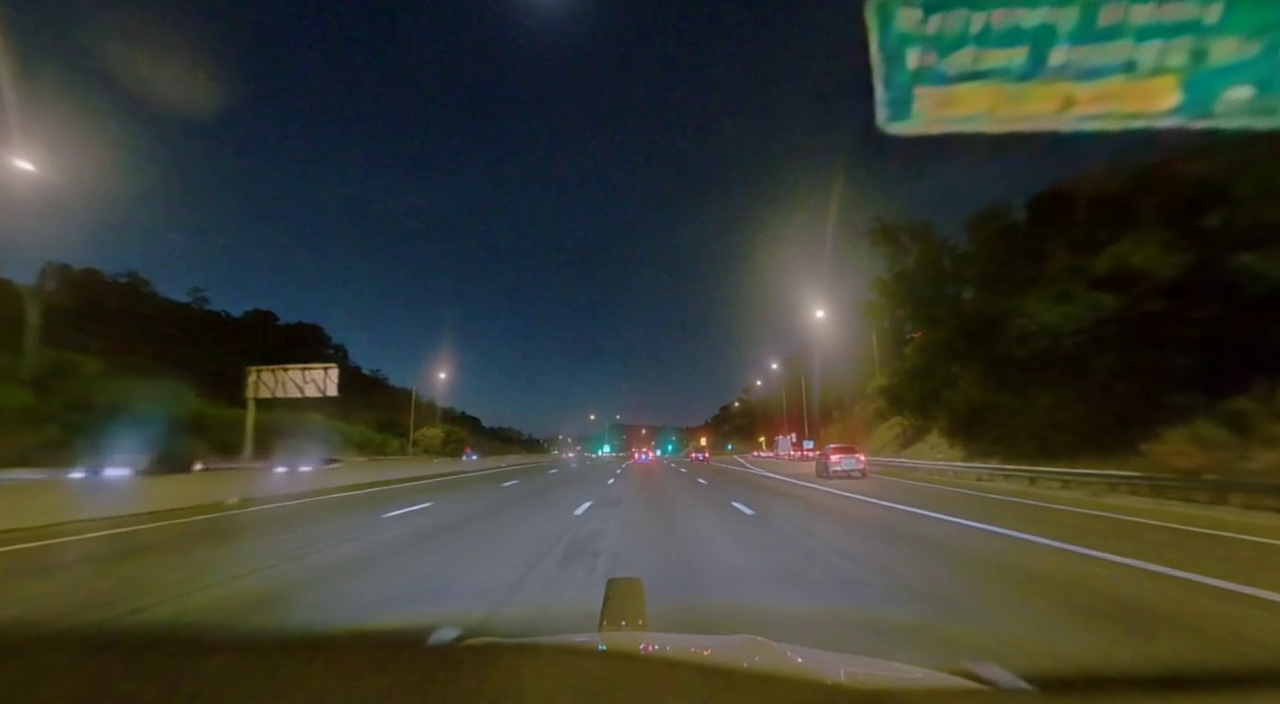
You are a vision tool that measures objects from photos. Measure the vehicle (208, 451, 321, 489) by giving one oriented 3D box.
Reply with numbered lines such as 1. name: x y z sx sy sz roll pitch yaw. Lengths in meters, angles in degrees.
1. vehicle: -17.019 5.348 28.949 2.182 1.522 4.761 0 -8 1

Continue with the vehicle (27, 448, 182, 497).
1. vehicle: -20.550 4.599 24.515 2.034 1.668 4.457 0 -8 1
